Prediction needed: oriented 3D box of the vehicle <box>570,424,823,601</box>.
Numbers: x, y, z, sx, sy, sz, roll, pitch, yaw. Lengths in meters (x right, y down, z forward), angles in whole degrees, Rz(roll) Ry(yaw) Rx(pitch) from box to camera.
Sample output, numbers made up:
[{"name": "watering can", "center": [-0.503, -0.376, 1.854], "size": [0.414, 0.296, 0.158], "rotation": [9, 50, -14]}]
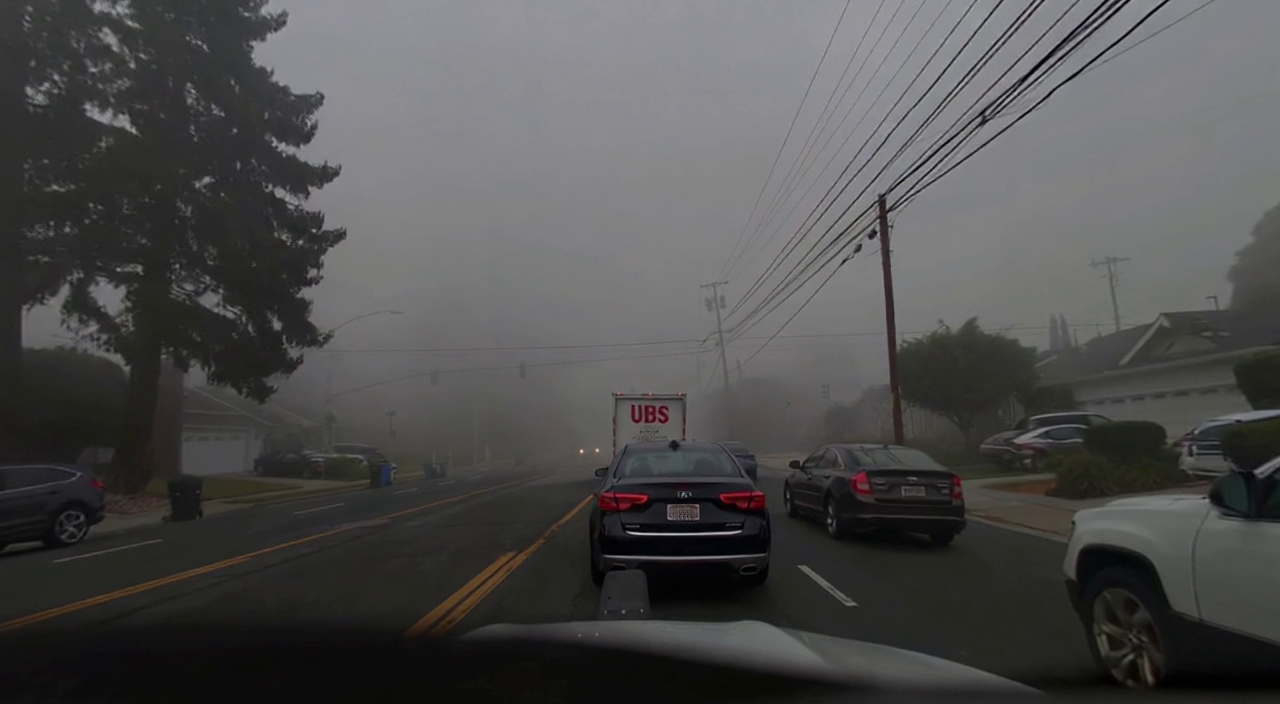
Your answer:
[{"name": "vehicle", "center": [0.483, 1.705, 7.629], "size": [2.158, 1.499, 4.377], "rotation": [0, -8, 0]}]

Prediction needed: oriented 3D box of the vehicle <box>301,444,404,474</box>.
[{"name": "vehicle", "center": [-17.422, 6.484, 38.189], "size": [5.274, 1.793, 1.921], "rotation": [0, -8, 2]}]

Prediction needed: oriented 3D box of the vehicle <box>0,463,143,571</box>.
[{"name": "vehicle", "center": [-10.344, 2.482, 9.376], "size": [1.925, 1.482, 4.753], "rotation": [0, -8, 1]}]

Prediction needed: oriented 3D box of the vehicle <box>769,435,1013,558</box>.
[{"name": "vehicle", "center": [3.520, 2.093, 9.921], "size": [1.993, 1.479, 4.487], "rotation": [0, -8, 0]}]

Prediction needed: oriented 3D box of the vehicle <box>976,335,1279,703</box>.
[{"name": "vehicle", "center": [3.313, 0.747, 1.836], "size": [2.069, 1.722, 4.888], "rotation": [0, -8, 2]}]
